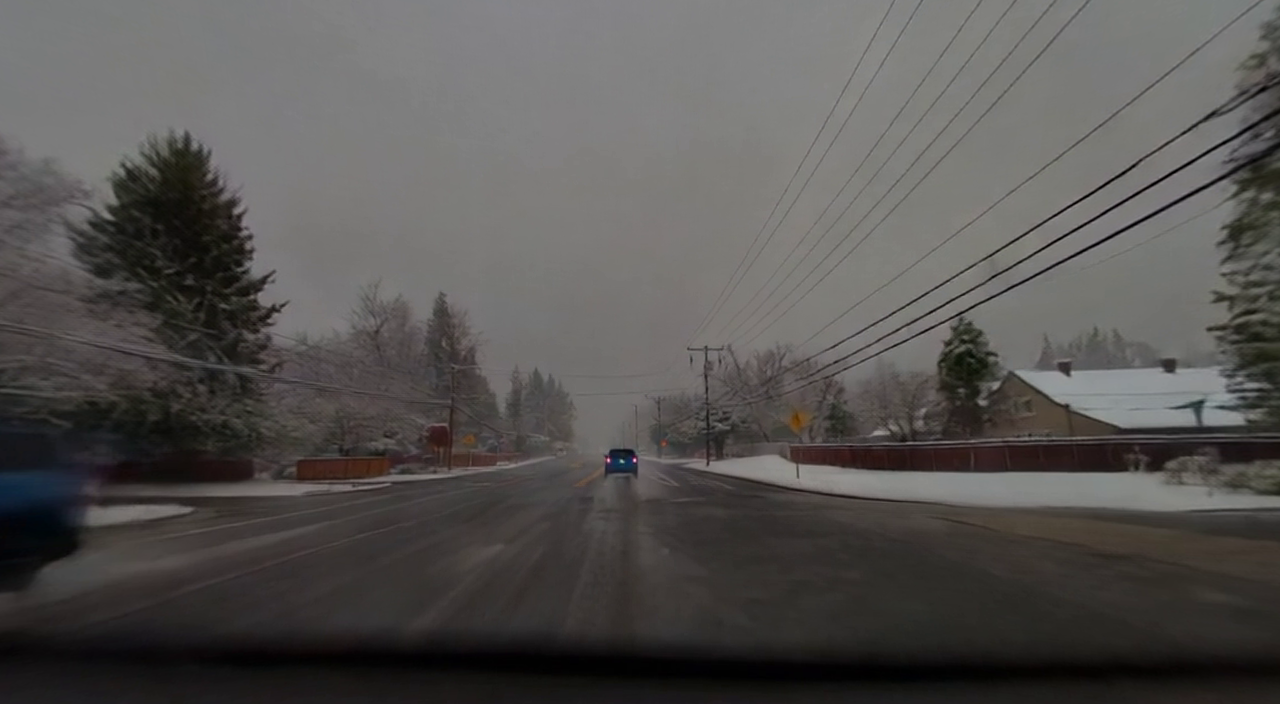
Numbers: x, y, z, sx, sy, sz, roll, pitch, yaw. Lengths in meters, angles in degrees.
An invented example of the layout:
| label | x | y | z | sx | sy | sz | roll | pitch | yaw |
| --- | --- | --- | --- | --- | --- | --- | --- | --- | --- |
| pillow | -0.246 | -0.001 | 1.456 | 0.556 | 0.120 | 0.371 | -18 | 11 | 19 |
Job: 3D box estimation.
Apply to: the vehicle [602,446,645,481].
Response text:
| label | x | y | z | sx | sy | sz | roll | pitch | yaw |
| --- | --- | --- | --- | --- | --- | --- | --- | --- | --- |
| vehicle | -0.894 | 5.768 | 33.062 | 2.139 | 1.699 | 3.916 | 0 | -8 | -2 |
